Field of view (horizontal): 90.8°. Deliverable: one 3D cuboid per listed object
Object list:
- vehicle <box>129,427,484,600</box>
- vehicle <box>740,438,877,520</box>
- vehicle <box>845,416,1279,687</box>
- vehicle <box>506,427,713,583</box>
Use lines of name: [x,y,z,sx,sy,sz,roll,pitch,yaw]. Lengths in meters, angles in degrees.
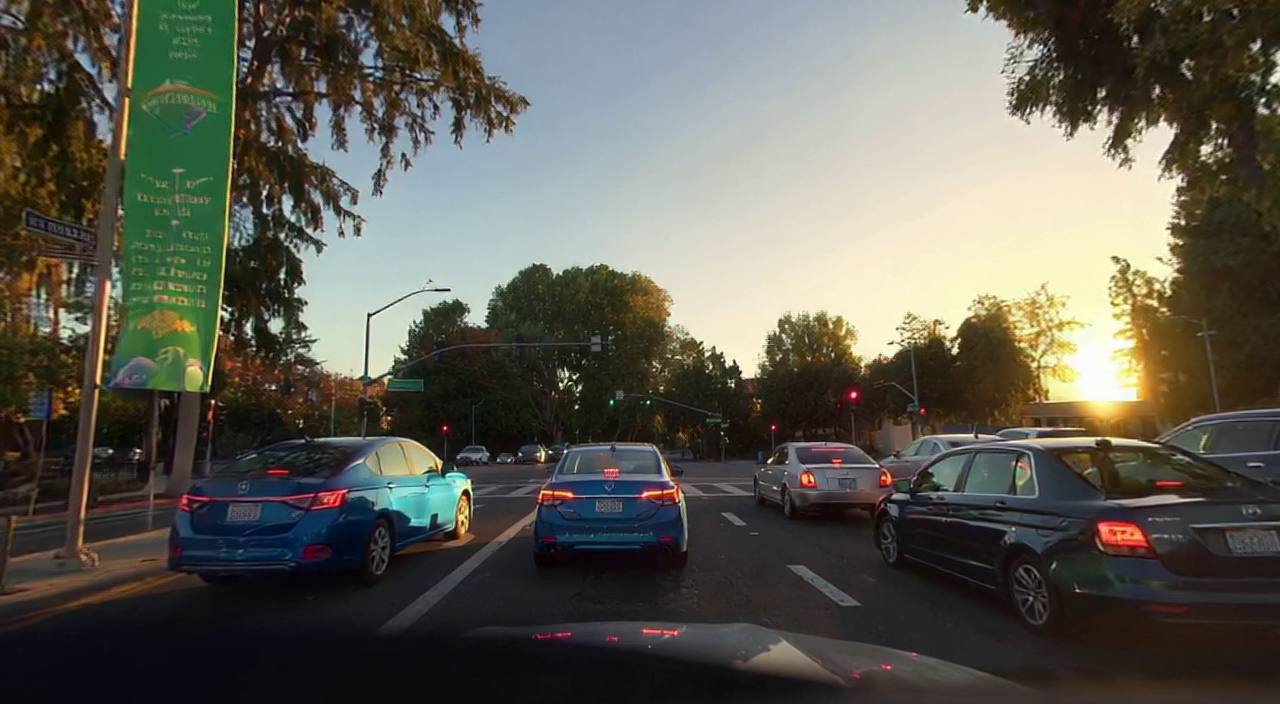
vehicle: [-3.365,1.696,7.516,1.929,1.457,4.136,0,-9,0]
vehicle: [3.398,2.622,13.557,1.852,1.498,3.825,0,-9,-1]
vehicle: [3.607,1.434,5.775,1.953,1.471,4.470,0,-9,0]
vehicle: [-0.322,1.750,7.975,1.994,1.479,3.647,0,-9,-1]
